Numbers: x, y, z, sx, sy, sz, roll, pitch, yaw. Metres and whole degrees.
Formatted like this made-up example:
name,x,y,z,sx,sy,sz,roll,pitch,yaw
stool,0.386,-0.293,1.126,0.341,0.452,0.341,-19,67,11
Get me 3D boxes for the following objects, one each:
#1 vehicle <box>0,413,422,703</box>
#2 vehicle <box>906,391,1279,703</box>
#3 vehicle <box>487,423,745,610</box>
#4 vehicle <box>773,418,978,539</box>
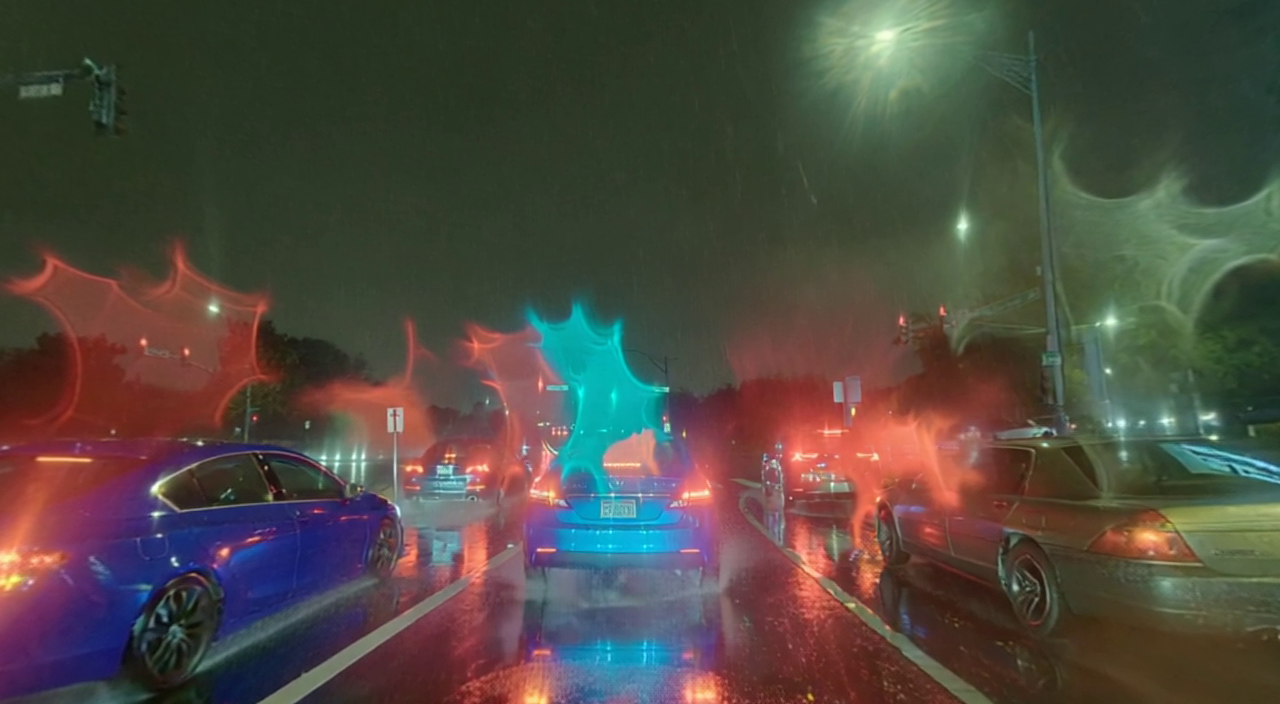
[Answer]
name,x,y,z,sx,sy,sz,roll,pitch,yaw
vehicle,-3.414,1.298,4.718,1.980,1.454,4.226,0,-8,1
vehicle,3.400,1.068,3.490,1.981,1.499,4.536,-1,-8,2
vehicle,-0.181,1.620,7.121,2.059,1.477,3.988,0,-8,0
vehicle,3.764,2.101,11.025,2.007,1.683,4.171,0,-8,1
